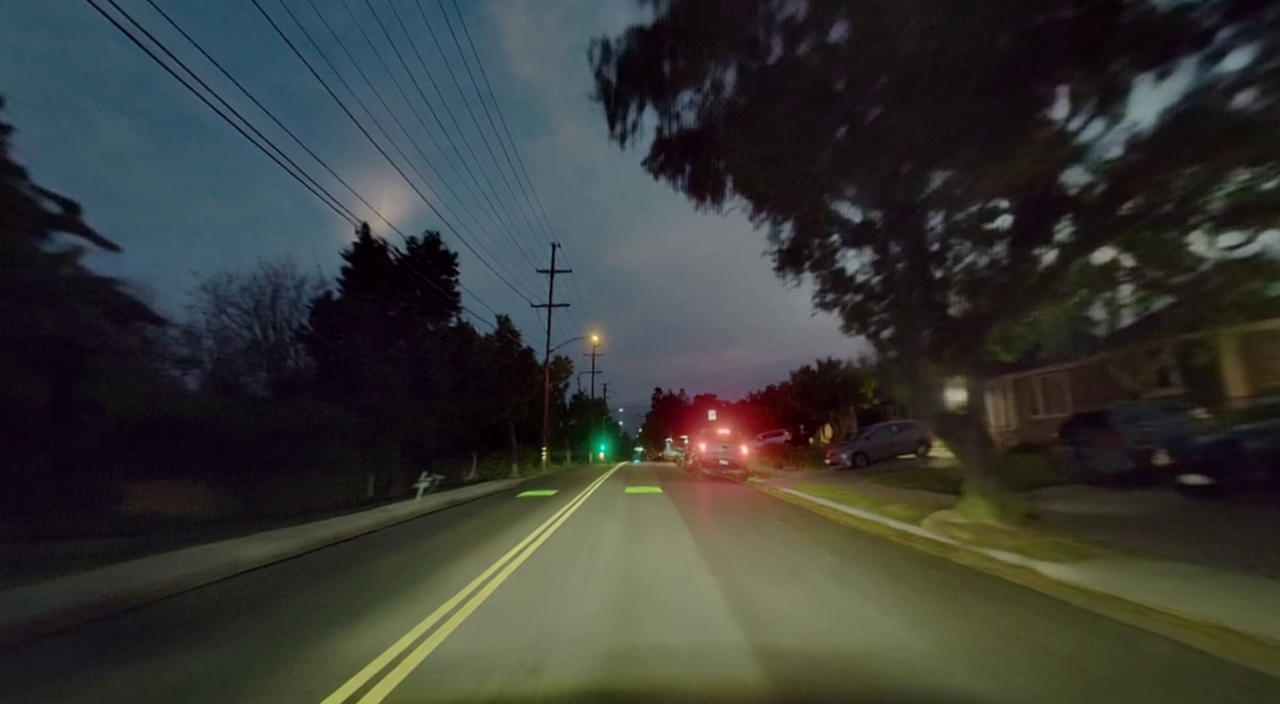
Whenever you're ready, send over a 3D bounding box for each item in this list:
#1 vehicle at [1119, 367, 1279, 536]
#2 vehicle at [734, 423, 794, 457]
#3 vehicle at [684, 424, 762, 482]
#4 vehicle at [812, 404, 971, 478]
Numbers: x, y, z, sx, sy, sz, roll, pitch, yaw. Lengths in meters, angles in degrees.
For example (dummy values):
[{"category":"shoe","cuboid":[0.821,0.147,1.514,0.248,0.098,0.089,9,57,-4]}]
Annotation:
[{"category":"vehicle","cuboid":[9.447,0.991,8.139,4.922,1.846,1.941,-6,-8,-5]},{"category":"vehicle","cuboid":[9.690,6.909,49.544,4.008,1.765,1.880,-12,-8,-1]},{"category":"vehicle","cuboid":[3.144,4.021,25.357,2.347,2.070,5.735,0,-9,0]},{"category":"vehicle","cuboid":[8.585,3.081,21.893,4.418,1.648,2.017,-10,-8,-1]}]
